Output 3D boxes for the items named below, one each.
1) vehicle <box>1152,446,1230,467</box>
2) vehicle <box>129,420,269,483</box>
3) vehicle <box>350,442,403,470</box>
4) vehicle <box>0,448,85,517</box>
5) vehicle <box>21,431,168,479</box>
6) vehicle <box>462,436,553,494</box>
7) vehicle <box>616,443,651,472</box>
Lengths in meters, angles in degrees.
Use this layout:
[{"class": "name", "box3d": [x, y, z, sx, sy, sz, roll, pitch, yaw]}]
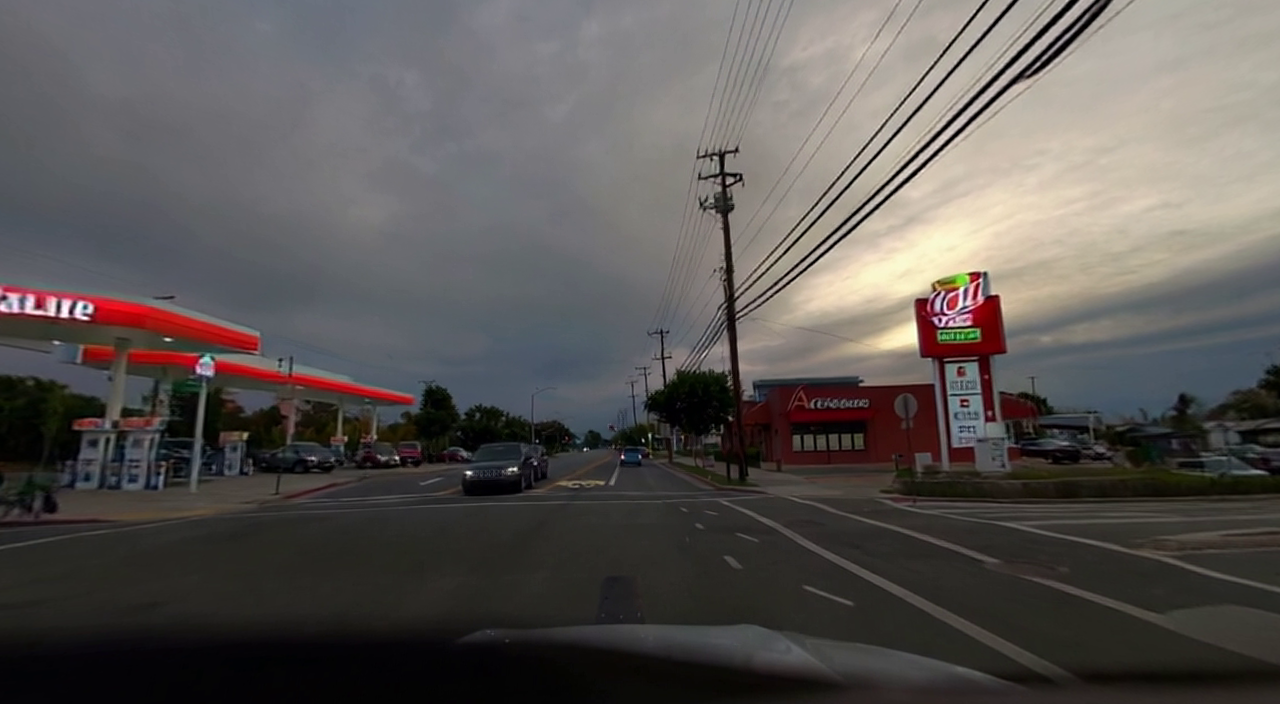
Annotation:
[{"class": "vehicle", "box3d": [43.112, 8.176, 49.550, 1.826, 1.508, 4.639, 0, -9, -1]}, {"class": "vehicle", "box3d": [-17.920, 4.074, 26.049, 2.499, 2.309, 4.613, 0, -9, -3]}, {"class": "vehicle", "box3d": [-17.923, 7.082, 43.210, 1.890, 1.761, 4.578, 0, -9, -4]}, {"class": "vehicle", "box3d": [-15.636, 3.189, 15.984, 1.928, 1.487, 5.116, 6, -11, -37]}, {"class": "vehicle", "box3d": [-20.269, 3.911, 23.782, 1.913, 1.591, 4.374, 2, -10, -7]}, {"class": "vehicle", "box3d": [-4.663, 4.057, 23.107, 2.274, 1.844, 4.843, 0, -9, 0]}, {"class": "vehicle", "box3d": [-0.470, 6.504, 39.186, 2.000, 1.663, 4.271, 0, -9, -3]}]
